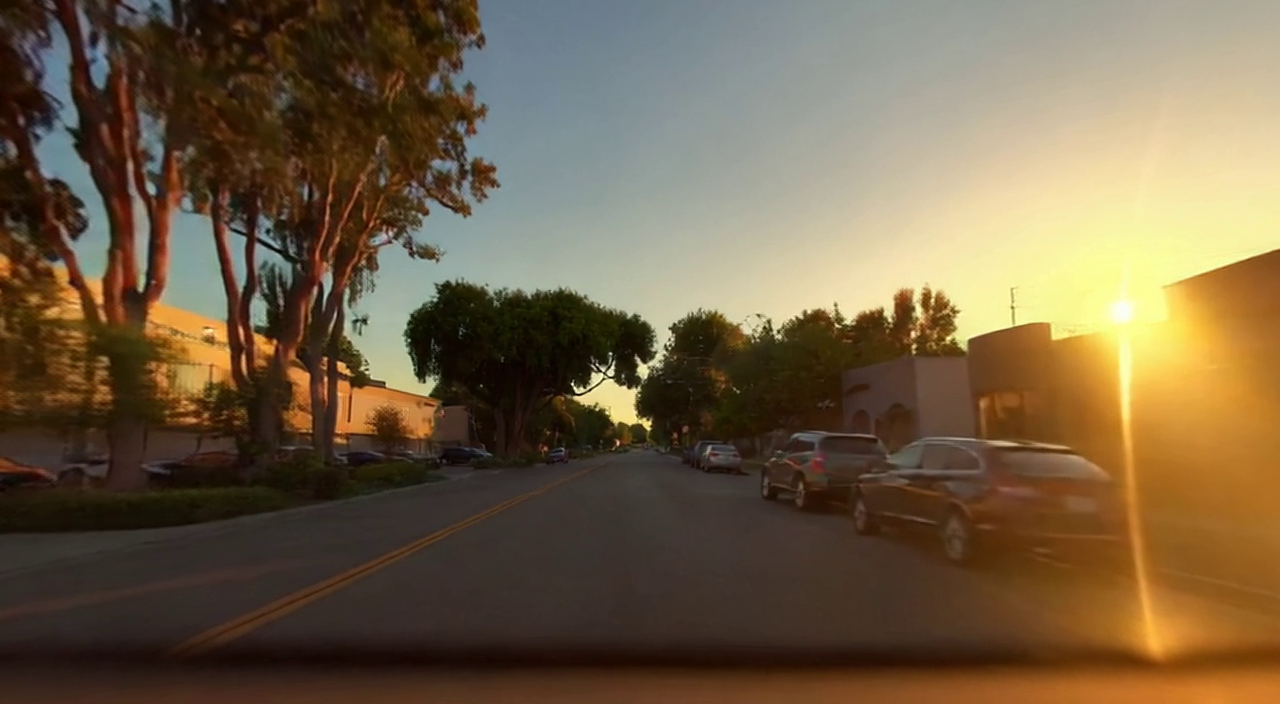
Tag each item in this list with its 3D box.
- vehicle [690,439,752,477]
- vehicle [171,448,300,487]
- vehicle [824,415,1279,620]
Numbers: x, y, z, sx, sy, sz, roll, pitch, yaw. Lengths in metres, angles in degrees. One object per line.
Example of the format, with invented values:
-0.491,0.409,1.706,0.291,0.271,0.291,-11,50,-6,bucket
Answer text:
3.601,4.804,28.952,1.952,1.538,5.215,0,-8,-2,vehicle
-16.644,4.711,26.056,4.491,1.455,1.959,-3,-9,17,vehicle
3.950,1.614,7.350,1.933,1.528,5.006,0,-8,-2,vehicle
